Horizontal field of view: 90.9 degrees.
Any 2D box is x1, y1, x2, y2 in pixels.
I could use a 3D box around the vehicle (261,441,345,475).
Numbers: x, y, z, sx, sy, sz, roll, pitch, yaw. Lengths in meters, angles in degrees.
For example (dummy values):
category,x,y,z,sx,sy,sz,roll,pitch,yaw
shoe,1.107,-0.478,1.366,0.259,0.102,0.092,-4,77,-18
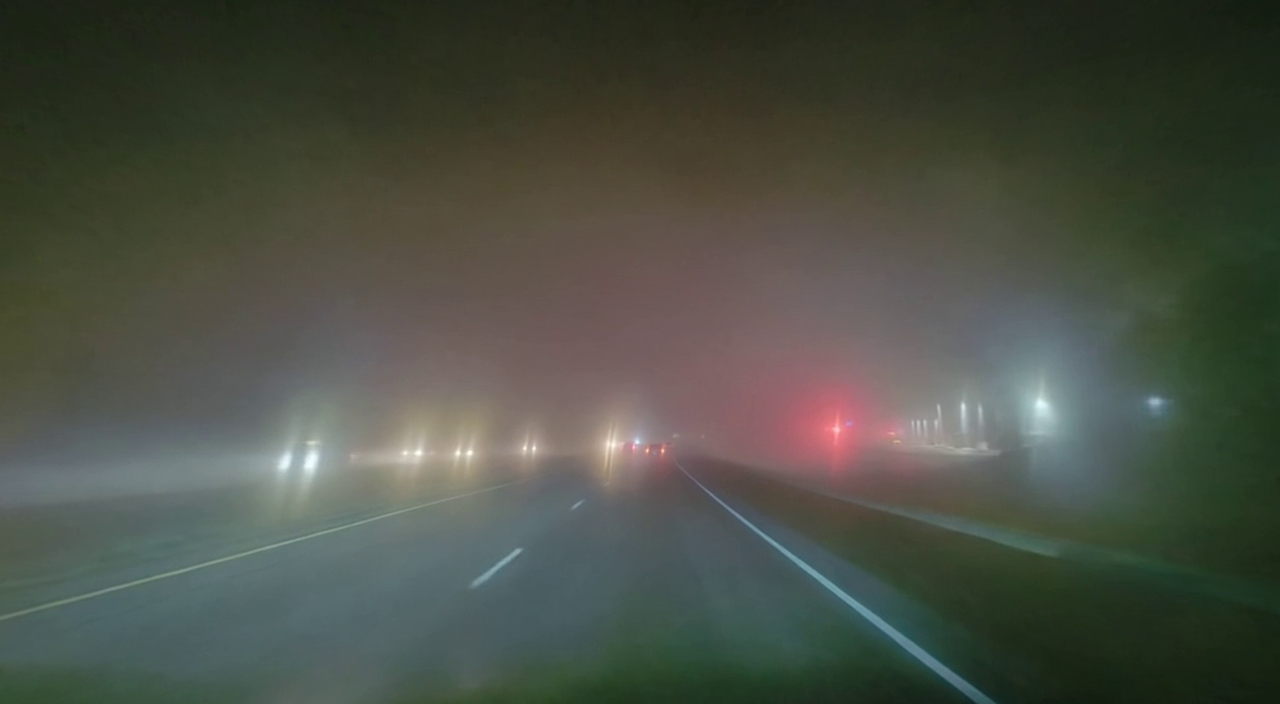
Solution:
category,x,y,z,sx,sy,sz,roll,pitch,yaw
vehicle,-19.960,6.264,37.623,2.146,1.825,5.020,-1,-8,1
